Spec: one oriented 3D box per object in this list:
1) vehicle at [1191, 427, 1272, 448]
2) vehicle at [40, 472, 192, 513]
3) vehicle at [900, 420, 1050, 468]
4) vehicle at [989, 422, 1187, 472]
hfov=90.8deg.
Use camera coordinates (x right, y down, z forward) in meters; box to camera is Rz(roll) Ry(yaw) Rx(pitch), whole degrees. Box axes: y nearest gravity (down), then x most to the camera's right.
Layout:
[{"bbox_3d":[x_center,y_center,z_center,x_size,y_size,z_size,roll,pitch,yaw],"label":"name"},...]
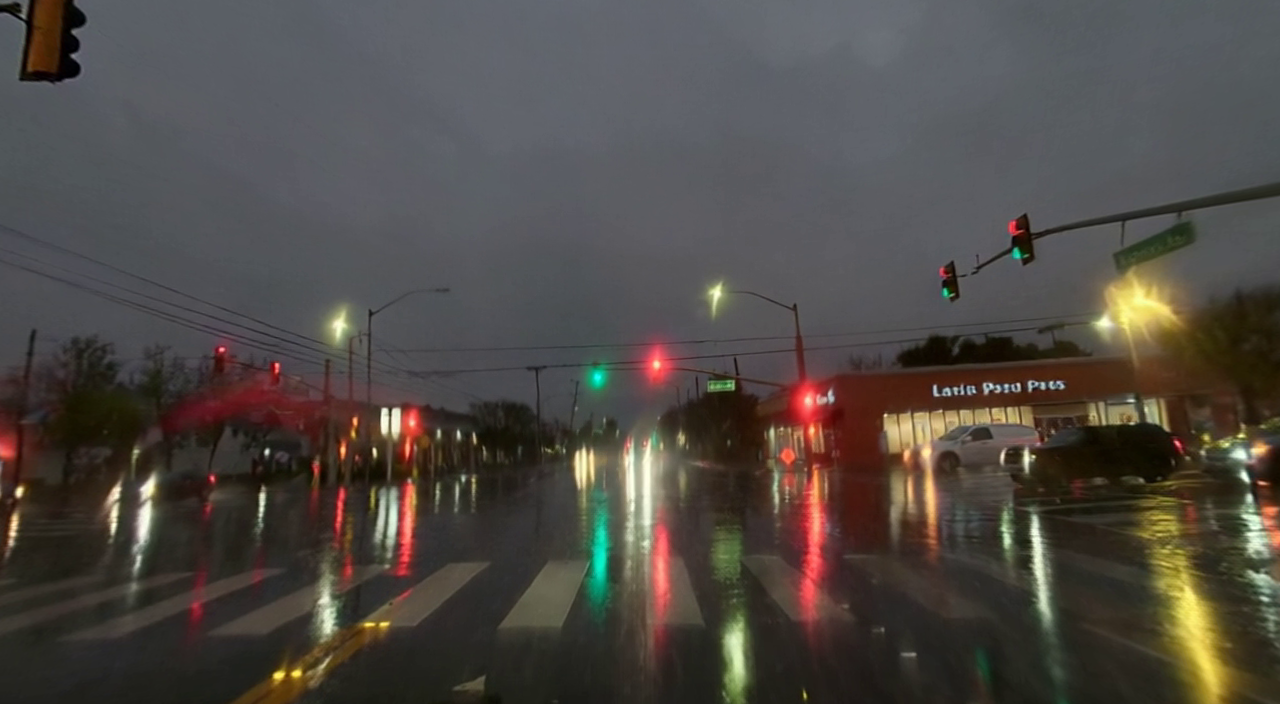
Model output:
[{"bbox_3d":[42.041,6.069,44.898,4.347,1.446,1.777,1,-9,-10],"label":"vehicle"},{"bbox_3d":[-21.172,5.679,25.648,4.676,1.463,1.909,-1,-8,6],"label":"vehicle"},{"bbox_3d":[13.009,3.652,24.944,4.916,1.730,1.986,-4,-9,21],"label":"vehicle"},{"bbox_3d":[14.352,3.102,20.628,4.835,1.487,1.913,-4,-9,20],"label":"vehicle"}]
